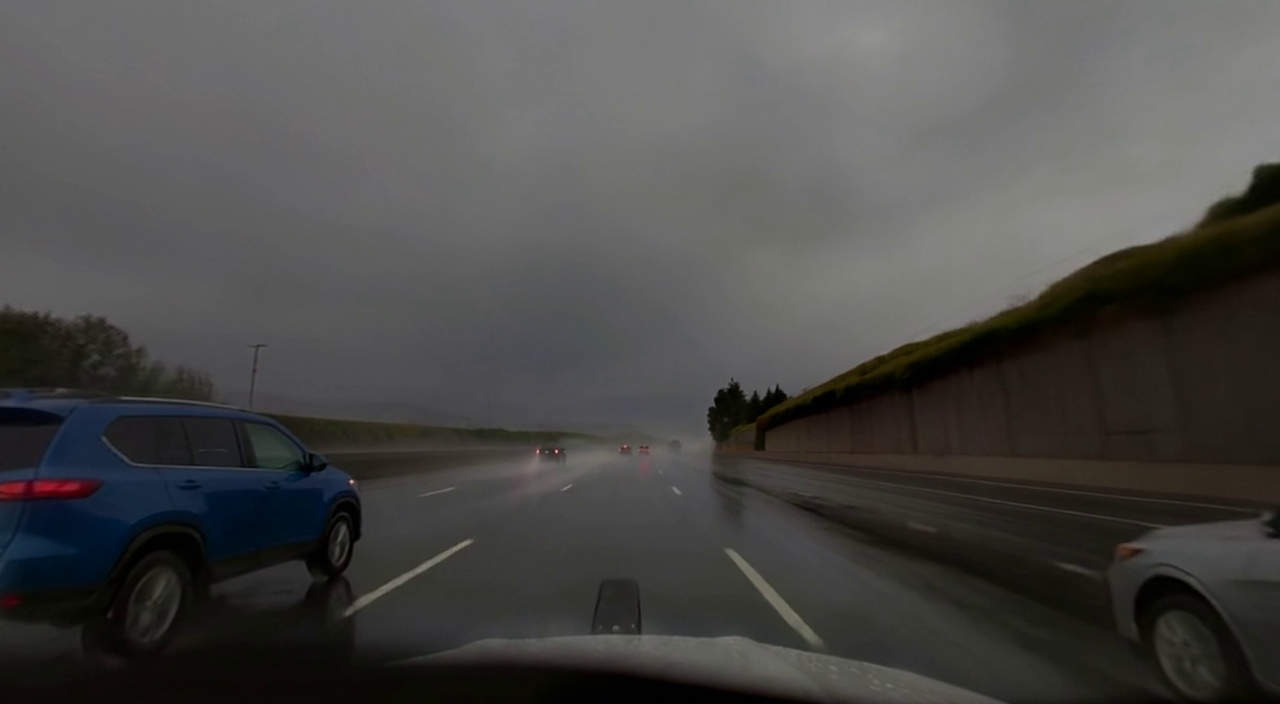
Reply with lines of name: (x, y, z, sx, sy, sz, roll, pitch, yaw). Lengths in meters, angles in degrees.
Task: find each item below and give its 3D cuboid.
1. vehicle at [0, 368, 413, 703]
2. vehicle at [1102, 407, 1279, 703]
vehicle: (-3.836, 1.279, 5.364, 2.047, 1.715, 4.689, 0, -9, 0)
vehicle: (3.596, 0.796, 1.382, 1.847, 1.493, 4.303, 0, -9, -1)
